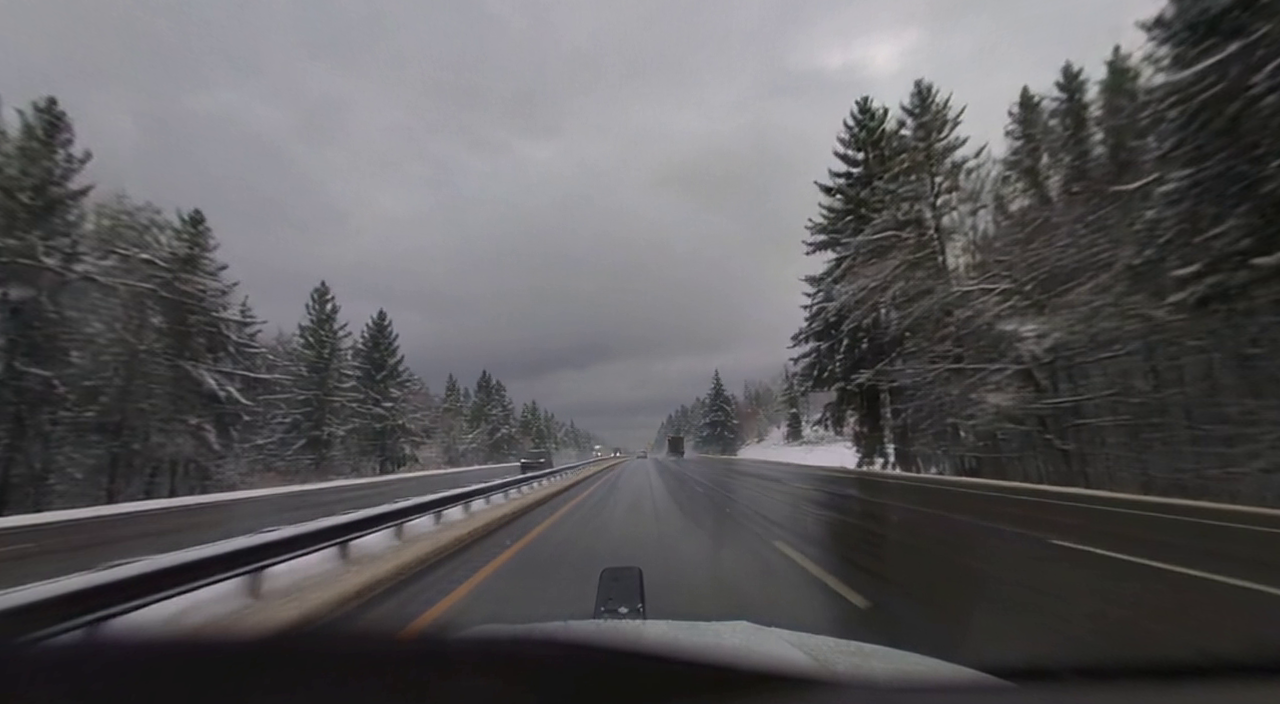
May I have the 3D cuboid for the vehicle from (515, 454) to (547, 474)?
[{"bbox_3d":[-8.564,8.836,49.864,1.777,1.444,4.029,0,-9,1],"label":"vehicle"}]
